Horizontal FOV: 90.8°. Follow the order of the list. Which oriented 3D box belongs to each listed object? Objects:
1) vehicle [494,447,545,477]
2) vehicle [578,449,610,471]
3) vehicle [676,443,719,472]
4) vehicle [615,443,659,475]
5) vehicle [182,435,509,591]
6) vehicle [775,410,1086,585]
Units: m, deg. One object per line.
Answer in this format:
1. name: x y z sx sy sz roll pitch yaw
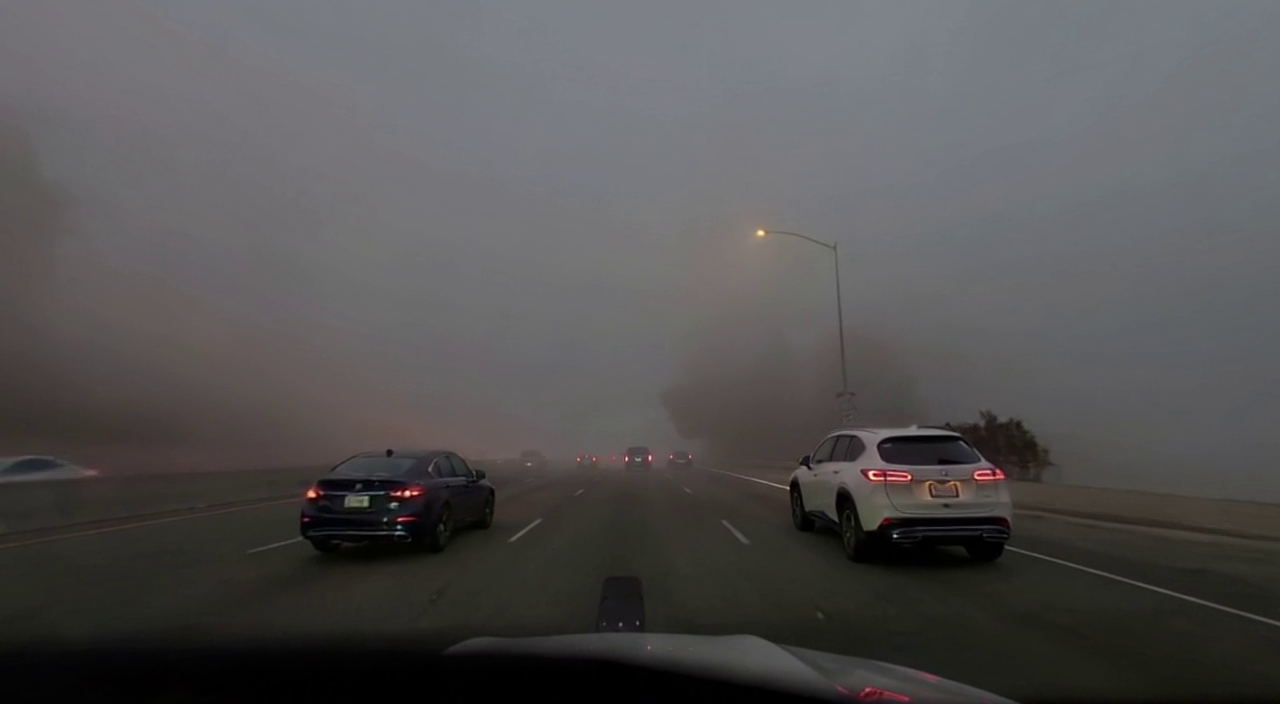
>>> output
1. vehicle: -6.717 6.179 35.736 1.980 1.519 4.147 0 -8 2
2. vehicle: -3.377 8.025 47.041 1.968 1.473 4.209 0 -8 2
3. vehicle: 3.615 6.767 40.650 2.320 1.735 4.408 0 -8 0
4. vehicle: -0.167 6.153 36.663 2.408 1.748 4.217 0 -8 0
5. vehicle: -3.407 1.940 8.674 2.130 1.514 4.766 0 -8 1
6. vehicle: 3.385 1.779 8.624 2.029 1.716 4.545 0 -8 -1
